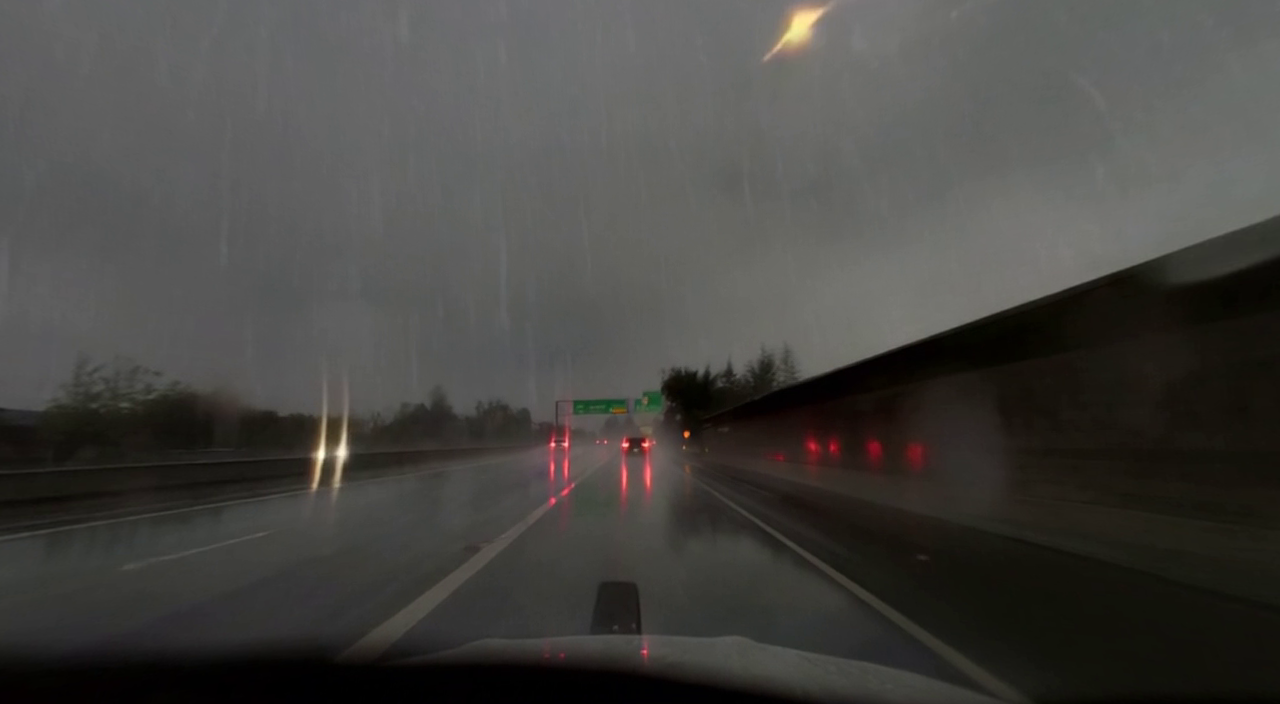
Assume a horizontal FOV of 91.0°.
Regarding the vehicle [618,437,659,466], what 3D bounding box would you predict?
[{"bbox_3d":[-0.093,5.367,34.130,2.072,1.440,3.690,0,-8,-1],"label":"vehicle"}]
